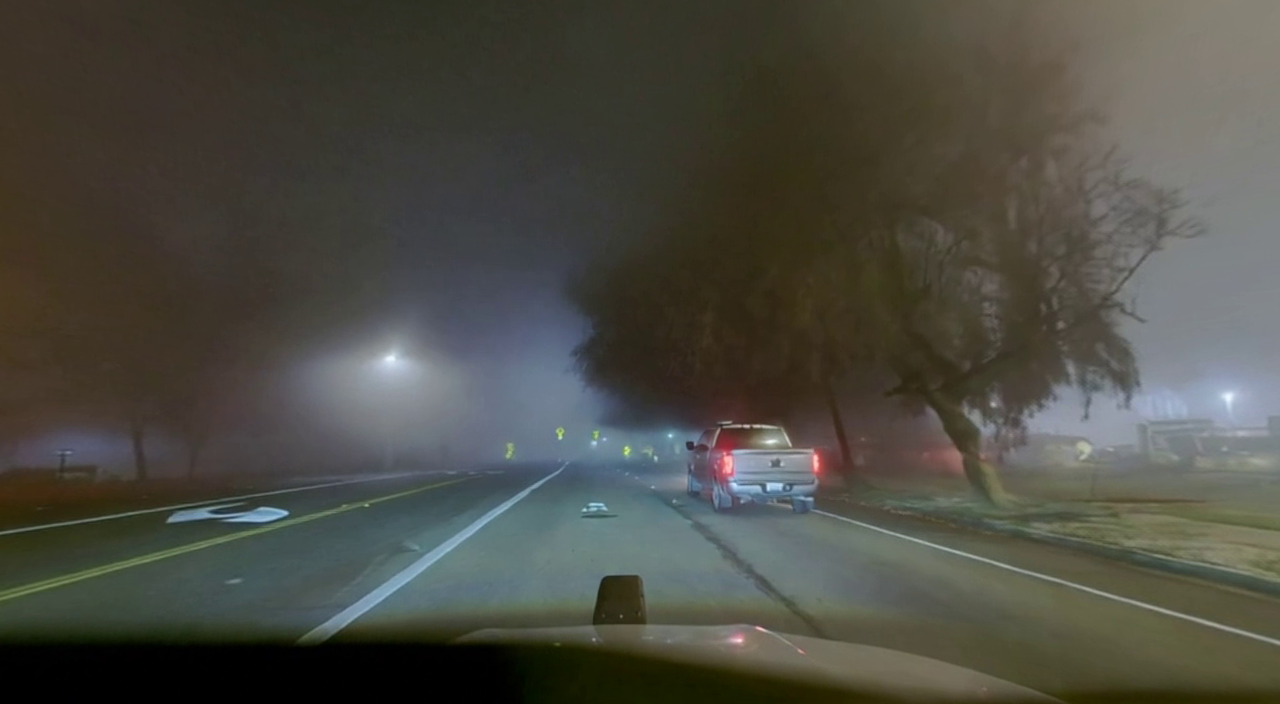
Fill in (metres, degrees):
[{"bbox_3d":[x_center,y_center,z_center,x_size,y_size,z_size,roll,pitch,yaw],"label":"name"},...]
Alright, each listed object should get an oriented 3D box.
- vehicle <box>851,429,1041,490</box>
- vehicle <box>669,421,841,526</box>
[{"bbox_3d":[14.107,5.043,29.483,7.551,2.142,2.896,5,-10,-5],"label":"vehicle"},{"bbox_3d":[2.296,2.680,14.689,2.402,1.922,5.677,1,-8,-6],"label":"vehicle"}]
